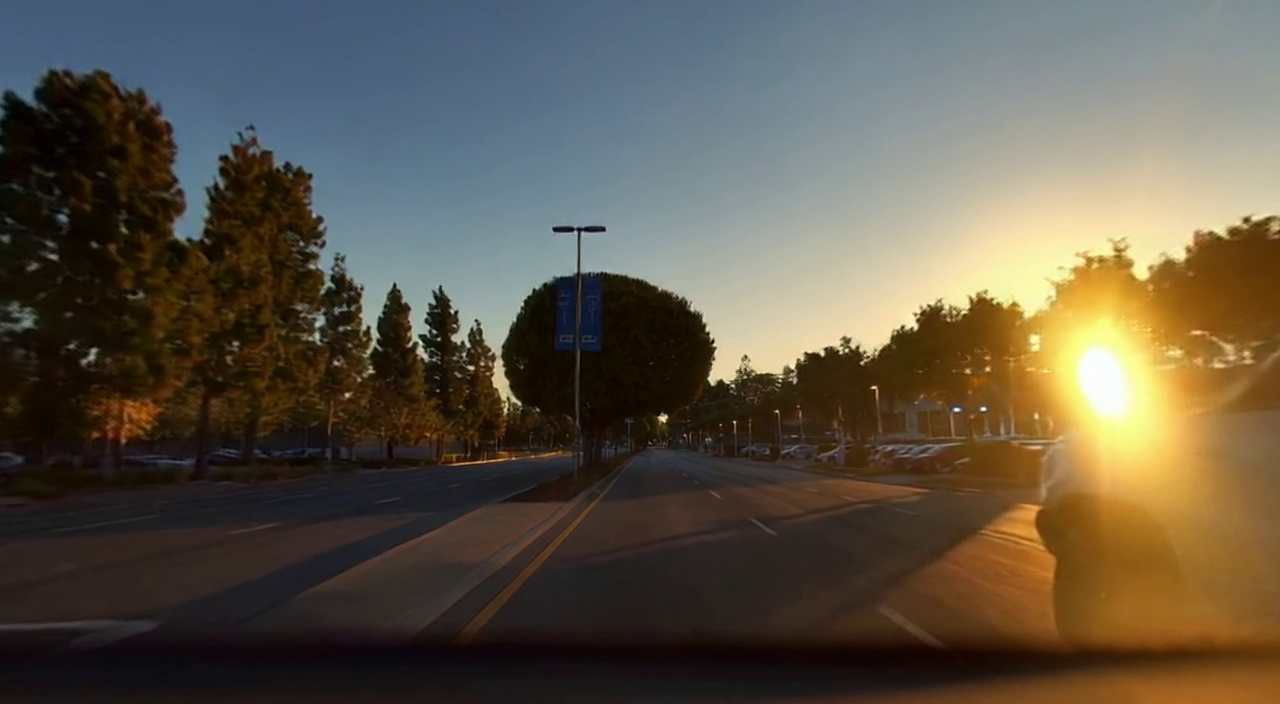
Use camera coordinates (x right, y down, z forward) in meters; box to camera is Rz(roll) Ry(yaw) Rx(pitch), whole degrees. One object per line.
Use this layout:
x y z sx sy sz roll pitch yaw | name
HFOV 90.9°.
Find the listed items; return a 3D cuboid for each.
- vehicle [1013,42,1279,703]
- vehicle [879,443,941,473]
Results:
3.266 0.083 0.448 2.484 2.642 5.990 -1 -8 3 | vehicle
17.227 6.734 40.457 1.882 1.699 4.367 -2 -8 -1 | vehicle
